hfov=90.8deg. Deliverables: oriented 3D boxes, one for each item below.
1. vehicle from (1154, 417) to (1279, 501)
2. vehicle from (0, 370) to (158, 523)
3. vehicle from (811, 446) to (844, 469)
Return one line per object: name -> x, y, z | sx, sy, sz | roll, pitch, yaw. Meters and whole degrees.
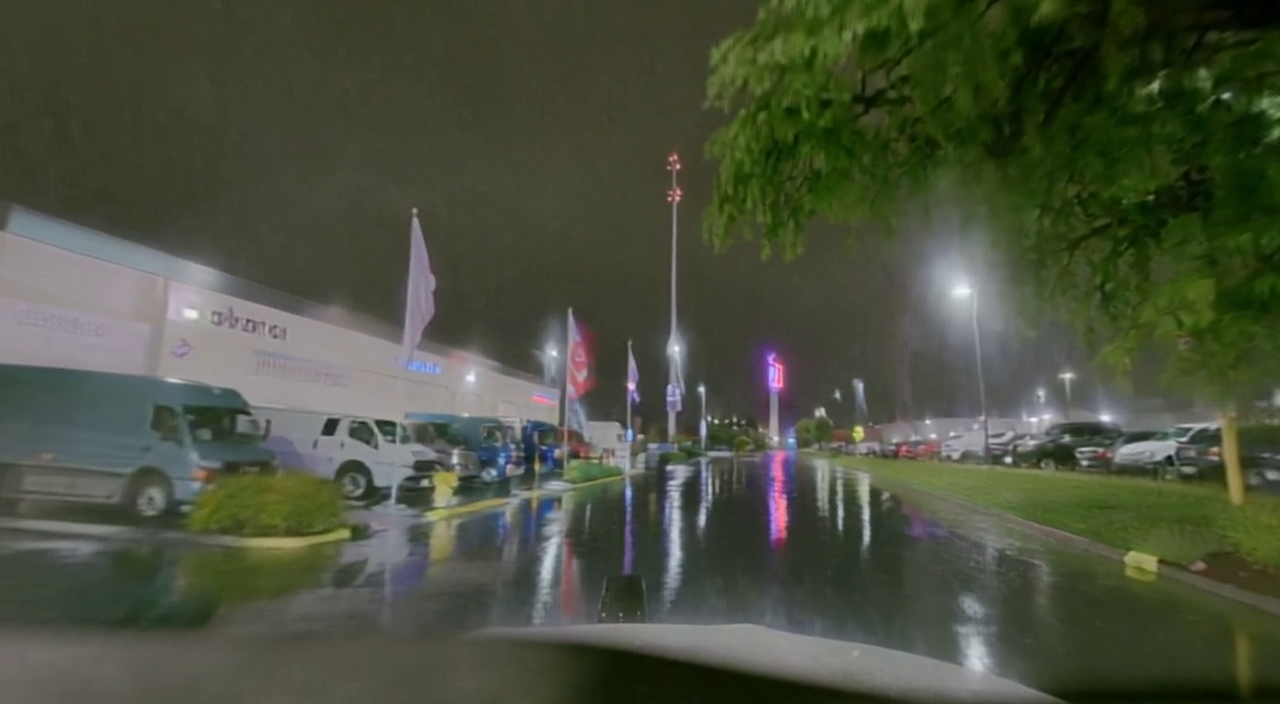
vehicle -> 14.737, 2.407, 14.483 | 4.766, 1.676, 2.167 | 3, -9, -17
vehicle -> -11.917, 1.519, 10.575 | 6.632, 2.126, 2.228 | -2, -7, 13
vehicle -> 14.381, 8.112, 48.658 | 2.026, 1.659, 4.314 | -2, -8, 11
